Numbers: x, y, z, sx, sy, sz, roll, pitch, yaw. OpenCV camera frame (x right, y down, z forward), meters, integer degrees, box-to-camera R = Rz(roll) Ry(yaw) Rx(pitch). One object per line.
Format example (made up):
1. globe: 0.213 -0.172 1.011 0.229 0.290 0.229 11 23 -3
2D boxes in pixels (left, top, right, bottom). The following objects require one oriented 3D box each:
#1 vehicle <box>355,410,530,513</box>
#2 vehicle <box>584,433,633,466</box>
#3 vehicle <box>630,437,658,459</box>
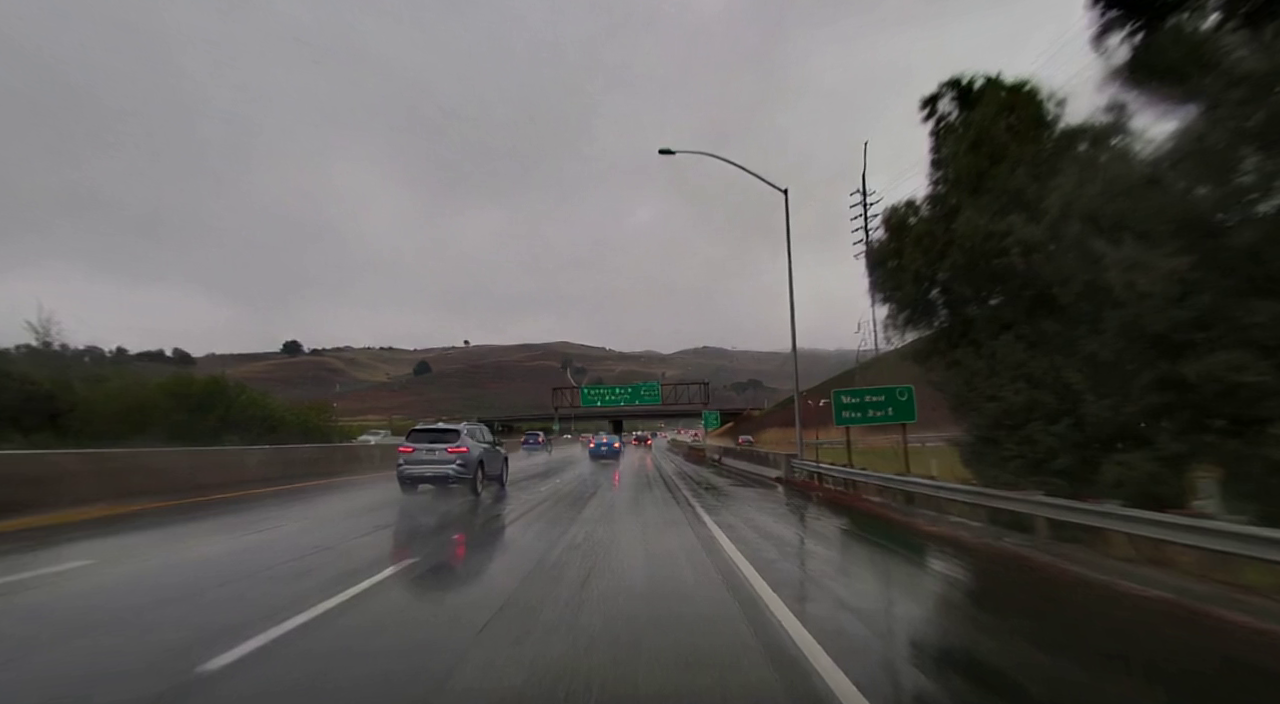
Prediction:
1. vehicle: -3.989 2.332 13.838 2.228 1.845 4.847 0 -8 1
2. vehicle: -1.645 5.346 34.624 2.193 1.651 3.946 -1 -8 5
3. vehicle: 0.280 6.738 44.123 1.855 1.450 3.716 0 -8 1
